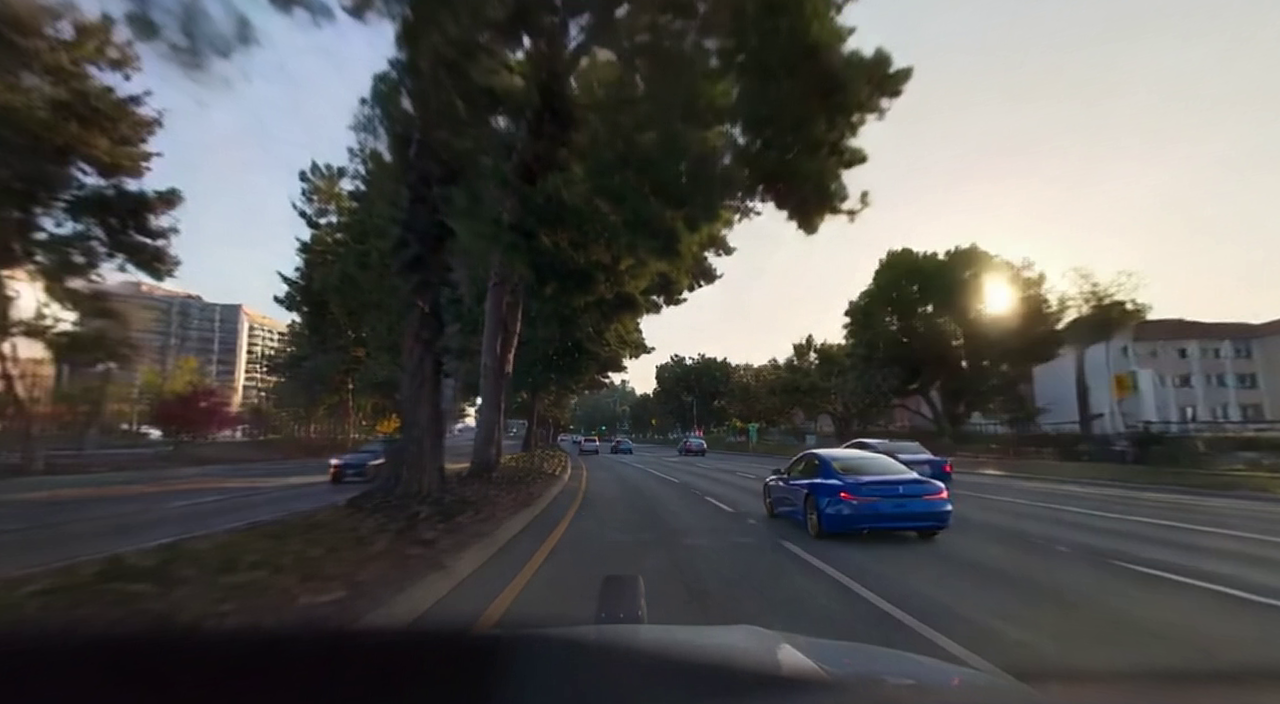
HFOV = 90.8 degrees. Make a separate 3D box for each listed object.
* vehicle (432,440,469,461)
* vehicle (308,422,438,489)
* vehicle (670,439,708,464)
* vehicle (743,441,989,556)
[{"bbox_3d":[-14.360,7.477,48.095,1.921,1.472,4.550,1,-9,-6],"label":"vehicle"},{"bbox_3d":[-7.592,3.010,18.535,2.065,1.712,4.349,0,-9,-3],"label":"vehicle"},{"bbox_3d":[3.446,7.087,45.169,1.931,1.685,4.054,1,-9,-8],"label":"vehicle"},{"bbox_3d":[3.081,2.082,9.810,1.990,1.347,4.388,0,-9,-3],"label":"vehicle"}]
